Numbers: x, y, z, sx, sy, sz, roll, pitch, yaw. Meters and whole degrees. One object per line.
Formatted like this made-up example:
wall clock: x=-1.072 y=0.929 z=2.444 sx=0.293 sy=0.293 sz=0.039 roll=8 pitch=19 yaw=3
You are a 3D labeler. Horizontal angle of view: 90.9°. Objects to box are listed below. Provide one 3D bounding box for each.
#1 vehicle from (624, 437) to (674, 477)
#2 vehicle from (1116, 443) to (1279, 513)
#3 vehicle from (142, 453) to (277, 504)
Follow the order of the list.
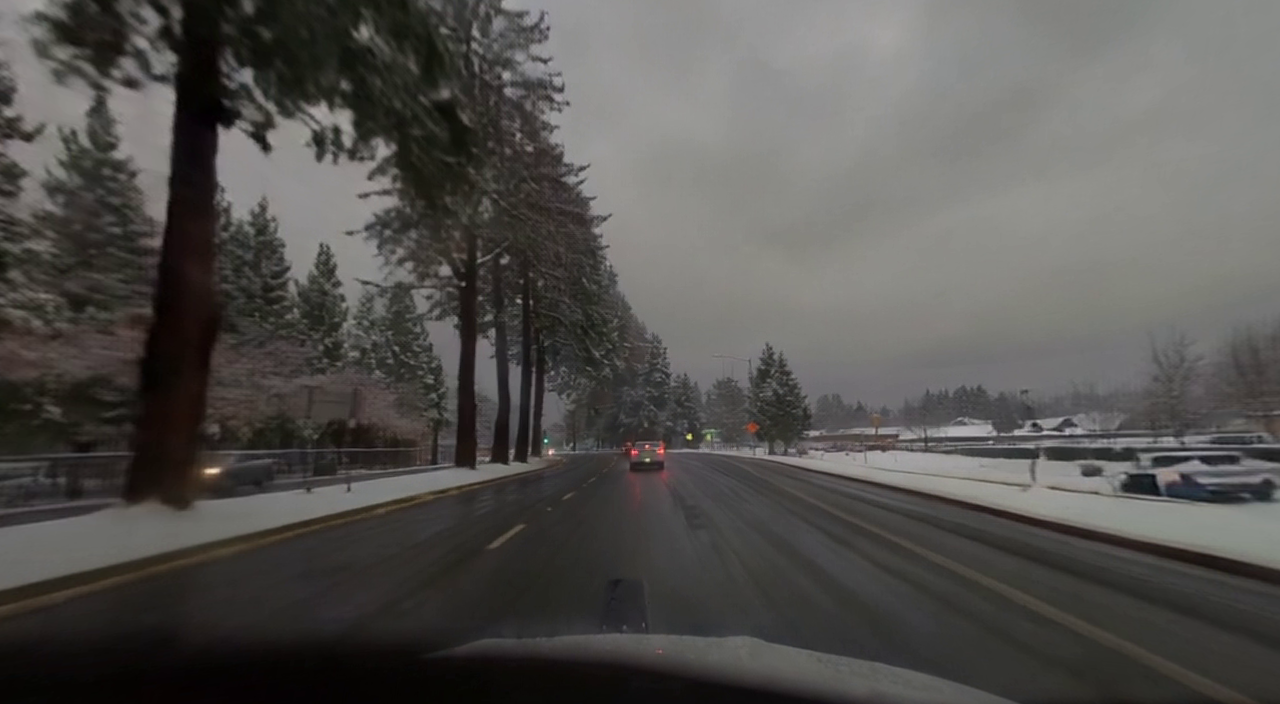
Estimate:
vehicle: x=0.358 y=4.834 z=29.080 sx=2.135 sy=1.691 sz=3.884 roll=0 pitch=-9 yaw=-2
vehicle: x=15.335 y=3.275 z=16.582 sx=3.968 sy=1.668 sz=1.853 roll=-1 pitch=-8 yaw=3
vehicle: x=-16.500 y=4.845 z=24.506 sx=2.034 sy=1.725 sz=4.470 roll=0 pitch=-9 yaw=0
